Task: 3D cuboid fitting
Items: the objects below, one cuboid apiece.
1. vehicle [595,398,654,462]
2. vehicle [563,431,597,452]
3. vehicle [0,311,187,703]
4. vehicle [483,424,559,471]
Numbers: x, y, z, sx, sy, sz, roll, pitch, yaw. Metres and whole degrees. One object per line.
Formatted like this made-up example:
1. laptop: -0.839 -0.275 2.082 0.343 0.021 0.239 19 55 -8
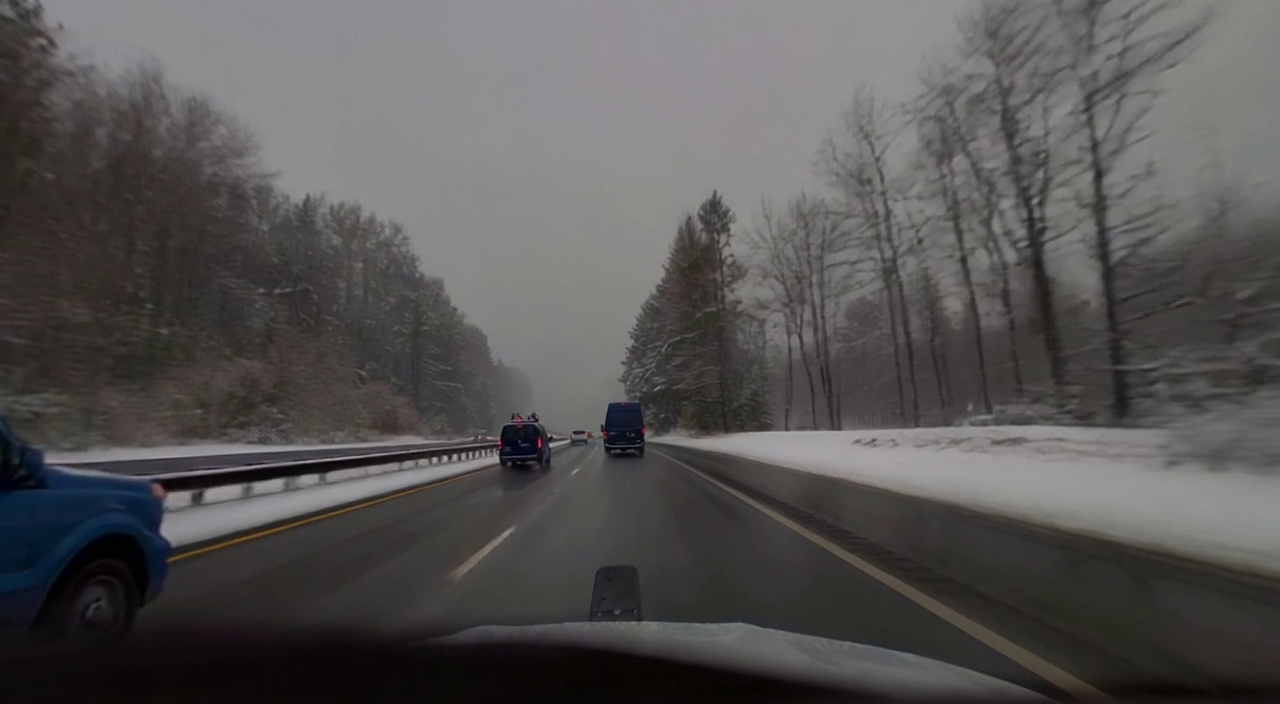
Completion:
1. vehicle: -0.846 3.942 31.609 2.647 2.896 6.480 0 -8 -3
2. vehicle: -4.486 6.780 47.810 2.251 1.459 4.236 0 -8 -2
3. vehicle: -3.672 0.529 1.265 2.069 1.751 4.720 0 -8 -1
4. vehicle: -4.427 3.632 24.197 2.110 1.636 4.453 0 -8 -1
